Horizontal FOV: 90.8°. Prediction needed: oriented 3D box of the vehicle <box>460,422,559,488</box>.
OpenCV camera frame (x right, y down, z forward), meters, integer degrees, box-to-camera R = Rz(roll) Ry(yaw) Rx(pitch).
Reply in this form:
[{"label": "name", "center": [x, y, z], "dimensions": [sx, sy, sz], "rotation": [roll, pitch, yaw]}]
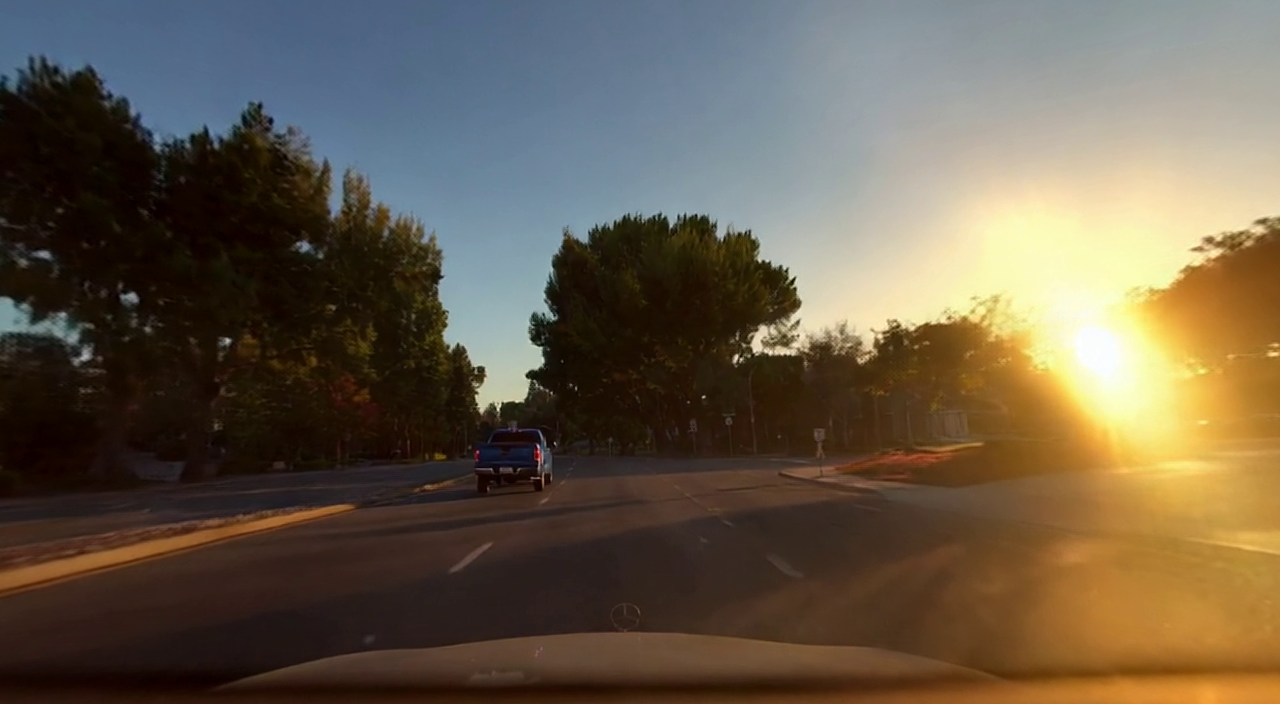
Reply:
[{"label": "vehicle", "center": [-4.178, 3.449, 21.460], "dimensions": [2.267, 1.849, 6.402], "rotation": [0, -9, -3]}]
